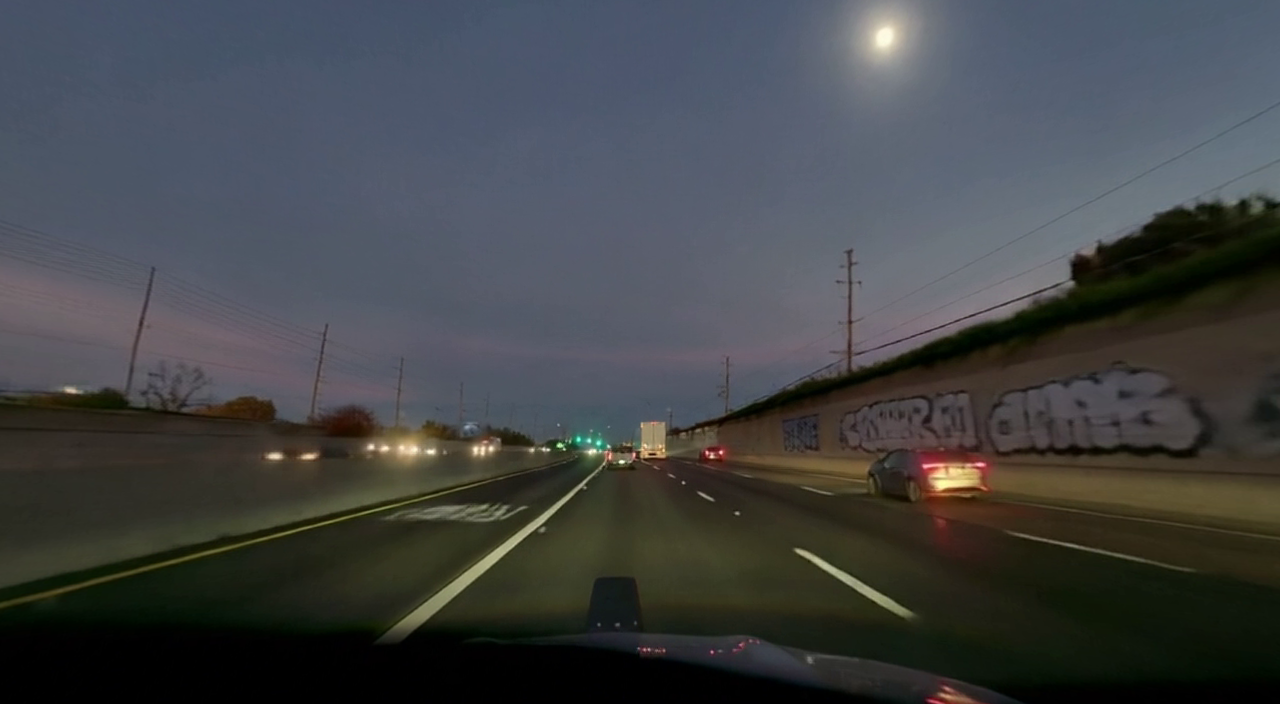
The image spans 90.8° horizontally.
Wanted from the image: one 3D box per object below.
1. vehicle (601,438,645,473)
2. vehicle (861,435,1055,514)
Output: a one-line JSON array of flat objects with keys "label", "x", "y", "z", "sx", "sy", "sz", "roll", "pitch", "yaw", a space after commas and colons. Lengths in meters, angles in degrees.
[{"label": "vehicle", "x": -0.898, "y": 5.416, "z": 33.195, "sx": 2.191, "sy": 1.685, "sz": 3.353, "roll": 0, "pitch": -9, "yaw": -2}, {"label": "vehicle", "x": 7.088, "y": 2.769, "z": 14.805, "sx": 2.032, "sy": 1.525, "sz": 4.631, "roll": 0, "pitch": -9, "yaw": -2}]
